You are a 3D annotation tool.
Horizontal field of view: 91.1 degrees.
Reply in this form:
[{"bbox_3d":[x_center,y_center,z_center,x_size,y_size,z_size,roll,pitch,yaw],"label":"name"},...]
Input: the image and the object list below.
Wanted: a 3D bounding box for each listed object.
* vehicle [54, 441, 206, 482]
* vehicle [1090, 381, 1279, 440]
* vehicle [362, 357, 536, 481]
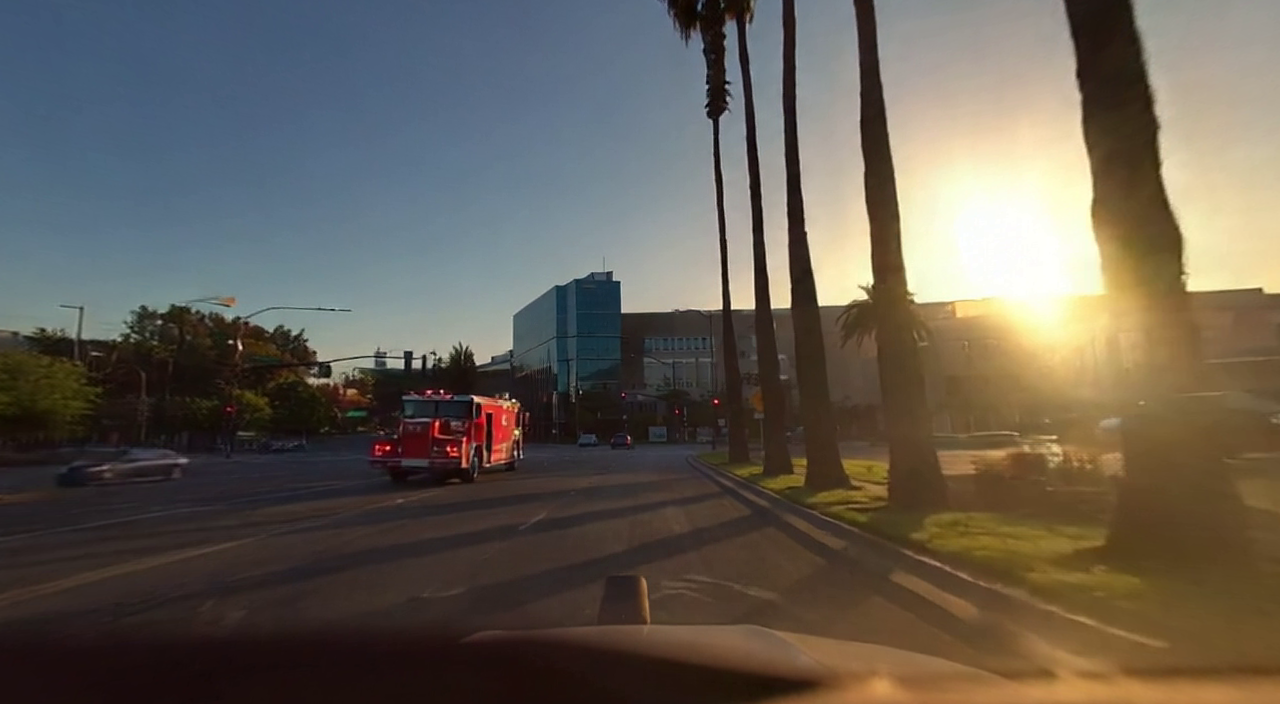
[{"bbox_3d":[-21.656,4.642,27.037,2.052,1.594,5.203,0,-8,2],"label":"vehicle"},{"bbox_3d":[15.089,1.582,16.640,4.663,1.457,2.045,-1,-7,2],"label":"vehicle"},{"bbox_3d":[-6.699,2.868,24.782,3.008,3.730,11.786,0,-8,1],"label":"vehicle"}]
